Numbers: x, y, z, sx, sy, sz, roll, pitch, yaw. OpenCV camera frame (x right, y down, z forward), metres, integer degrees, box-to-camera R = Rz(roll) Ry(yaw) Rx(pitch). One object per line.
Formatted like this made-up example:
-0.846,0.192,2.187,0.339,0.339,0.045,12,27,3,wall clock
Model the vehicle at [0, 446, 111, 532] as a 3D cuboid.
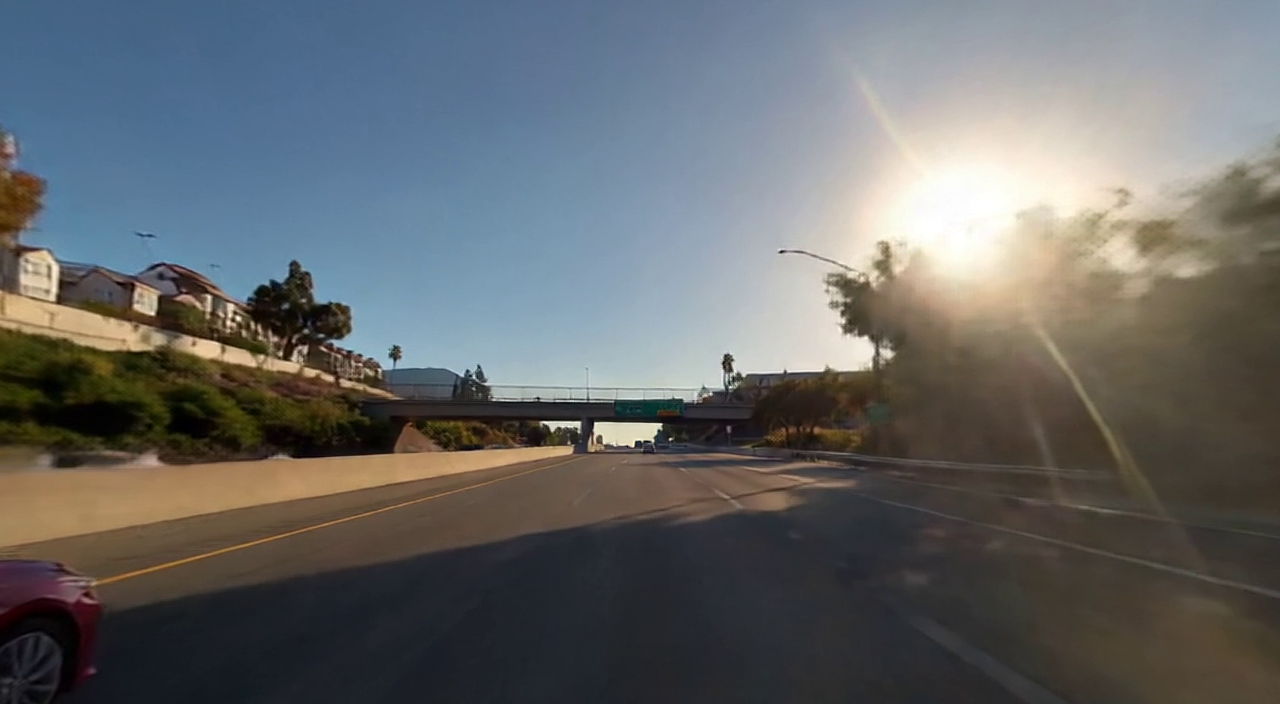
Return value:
-11.811,2.400,11.104,1.705,1.458,3.704,0,-8,1,vehicle
